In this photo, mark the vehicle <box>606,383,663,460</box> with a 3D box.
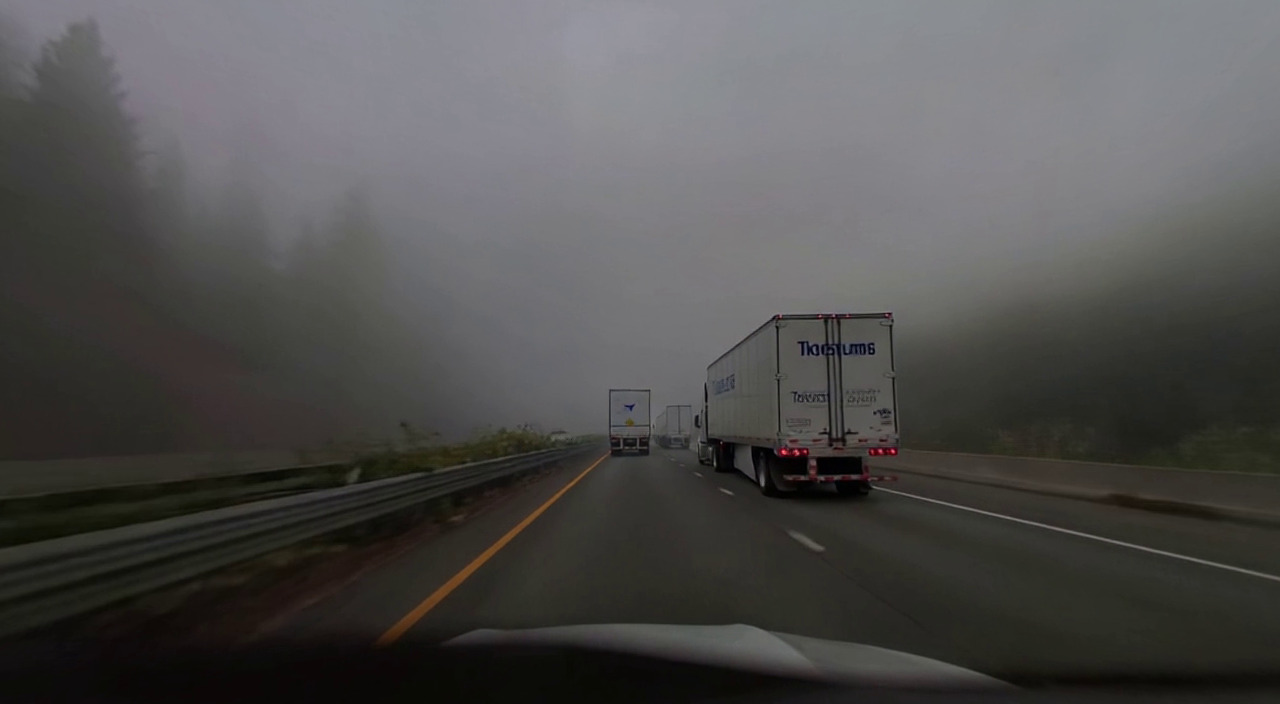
[{"bbox_3d":[-0.334,4.266,37.598,2.958,3.917,10.196,0,-8,-1],"label":"vehicle"}]

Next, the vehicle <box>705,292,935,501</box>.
[{"bbox_3d":[4.266,1.818,19.690,2.856,4.145,14.500,0,-8,0],"label":"vehicle"}]

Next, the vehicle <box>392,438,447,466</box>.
[{"bbox_3d":[-12.709,5.765,36.537,1.803,1.483,3.963,0,-8,0],"label":"vehicle"}]
